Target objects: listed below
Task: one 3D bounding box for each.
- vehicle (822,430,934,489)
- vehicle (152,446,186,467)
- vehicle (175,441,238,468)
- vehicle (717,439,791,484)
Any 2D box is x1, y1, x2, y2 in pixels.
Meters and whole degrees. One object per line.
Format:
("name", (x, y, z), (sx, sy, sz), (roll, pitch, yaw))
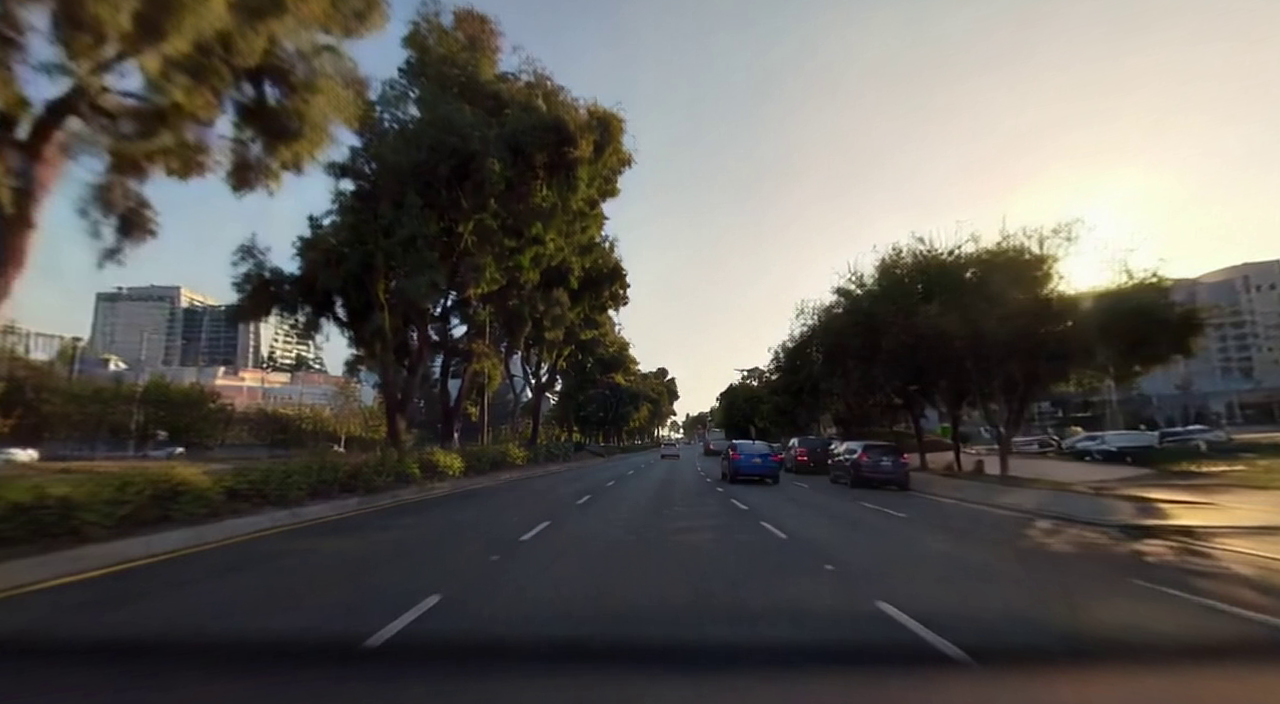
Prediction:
("vehicle", (8.061, 3.695, 21.916), (2.104, 1.801, 4.628), (0, -8, 1))
("vehicle", (-36.851, 8.165, 49.397), (1.838, 1.516, 4.662), (5, -10, -34))
("vehicle", (-27.950, 6.572, 40.558), (4.266, 1.583, 2.078), (-7, -11, 38))
("vehicle", (4.166, 4.073, 23.776), (1.981, 1.499, 4.536), (0, -8, 1))
